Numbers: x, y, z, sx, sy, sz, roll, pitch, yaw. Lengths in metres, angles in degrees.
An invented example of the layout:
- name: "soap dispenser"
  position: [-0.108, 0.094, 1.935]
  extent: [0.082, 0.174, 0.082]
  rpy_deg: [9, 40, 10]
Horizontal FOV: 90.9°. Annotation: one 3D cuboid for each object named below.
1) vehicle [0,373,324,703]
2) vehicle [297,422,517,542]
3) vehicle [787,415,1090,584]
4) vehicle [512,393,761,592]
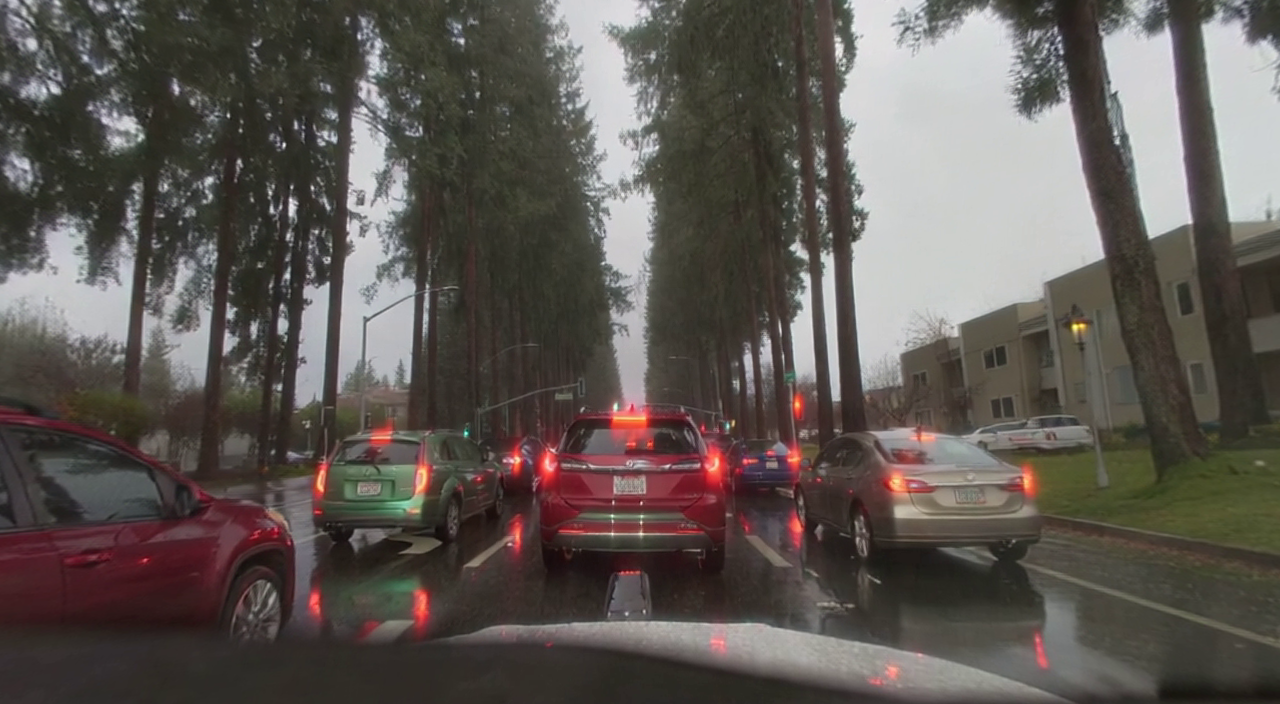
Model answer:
- name: "vehicle"
  position: [-3.779, 0.996, 3.301]
  extent: [1.929, 1.641, 4.193]
  rpy_deg: [0, -8, 2]
- name: "vehicle"
  position: [-3.646, 2.112, 10.894]
  extent: [2.042, 1.641, 4.314]
  rpy_deg: [0, -8, 1]
- name: "vehicle"
  position: [3.265, 1.670, 7.861]
  extent: [1.922, 1.579, 3.642]
  rpy_deg: [0, -8, -1]
- name: "vehicle"
  position: [-0.003, 1.534, 7.658]
  extent: [2.193, 1.744, 4.033]
  rpy_deg: [0, -8, 1]
